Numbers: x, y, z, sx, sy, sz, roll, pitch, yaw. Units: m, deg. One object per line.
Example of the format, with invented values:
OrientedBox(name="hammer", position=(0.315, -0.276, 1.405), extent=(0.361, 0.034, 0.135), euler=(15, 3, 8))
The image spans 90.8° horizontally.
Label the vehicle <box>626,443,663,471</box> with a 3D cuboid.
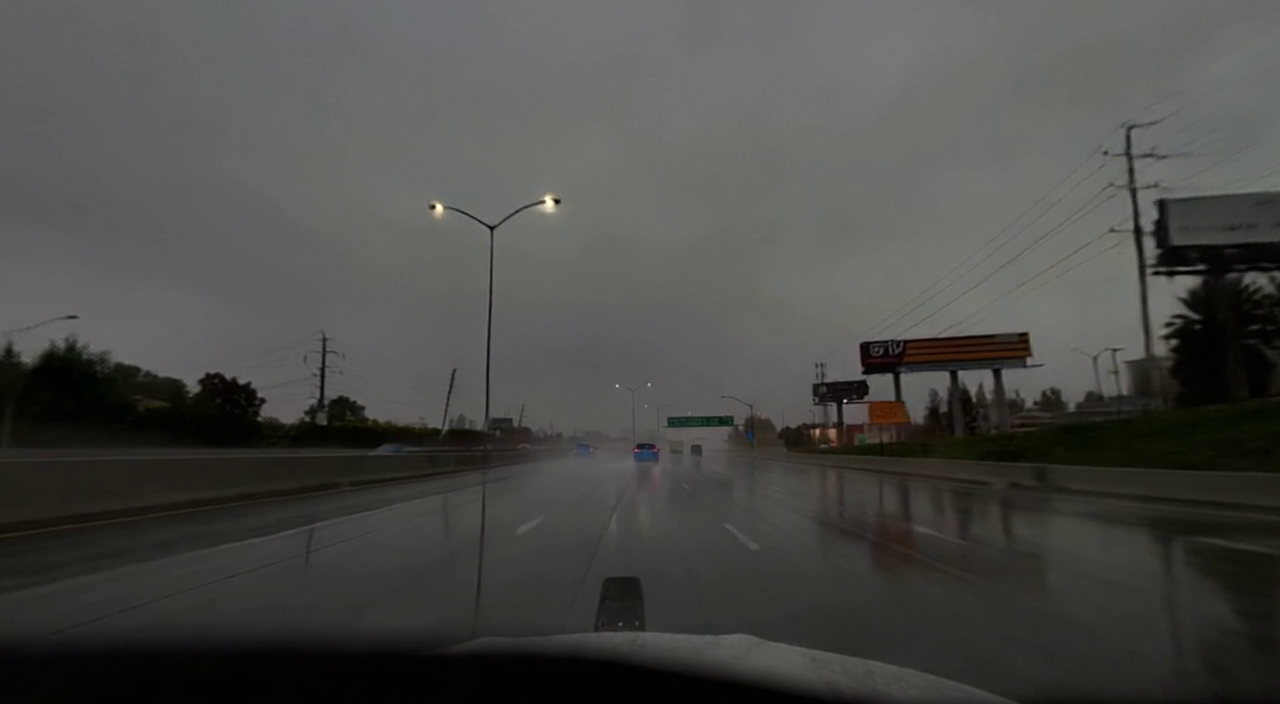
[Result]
OrientedBox(name="vehicle", position=(0.280, 6.304, 37.960), extent=(2.074, 1.574, 3.971), euler=(0, -9, 1))
